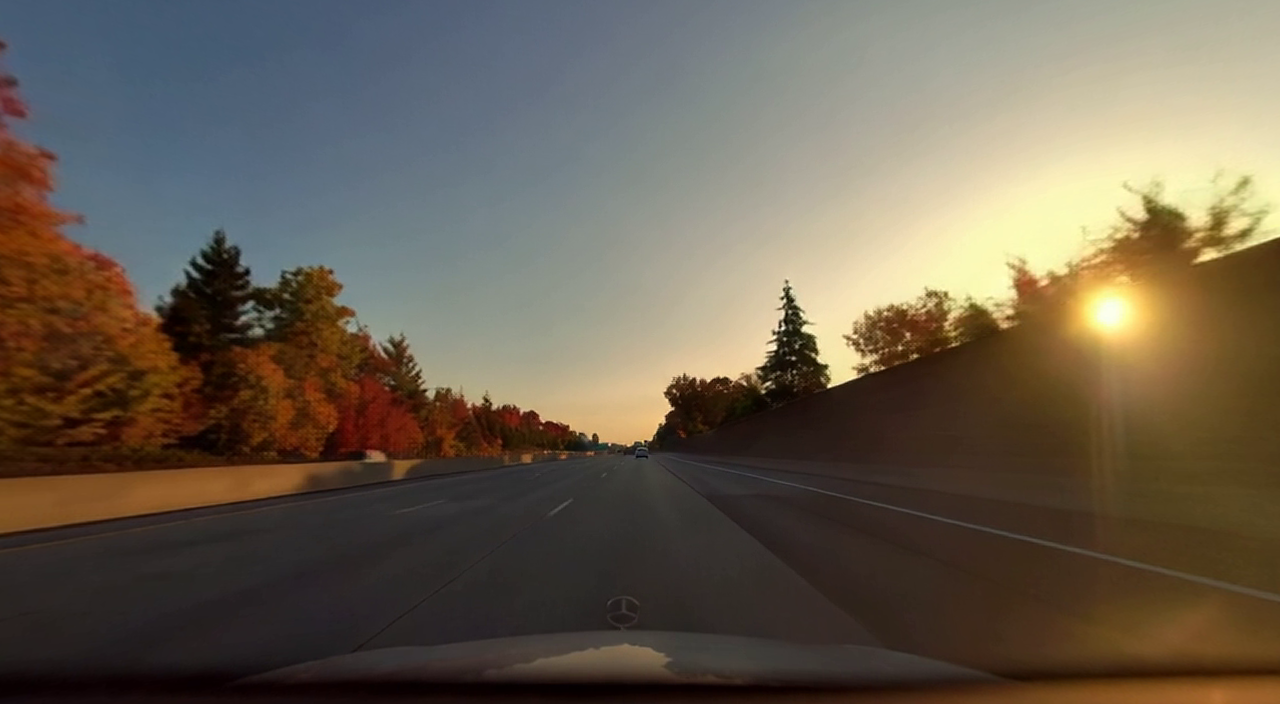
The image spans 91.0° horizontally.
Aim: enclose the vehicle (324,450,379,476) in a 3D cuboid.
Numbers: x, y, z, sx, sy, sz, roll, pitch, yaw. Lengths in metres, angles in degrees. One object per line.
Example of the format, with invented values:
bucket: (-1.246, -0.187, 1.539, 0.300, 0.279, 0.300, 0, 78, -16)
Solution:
vehicle: (-17.668, 6.774, 38.691, 1.611, 1.456, 3.621, 0, -9, 1)
